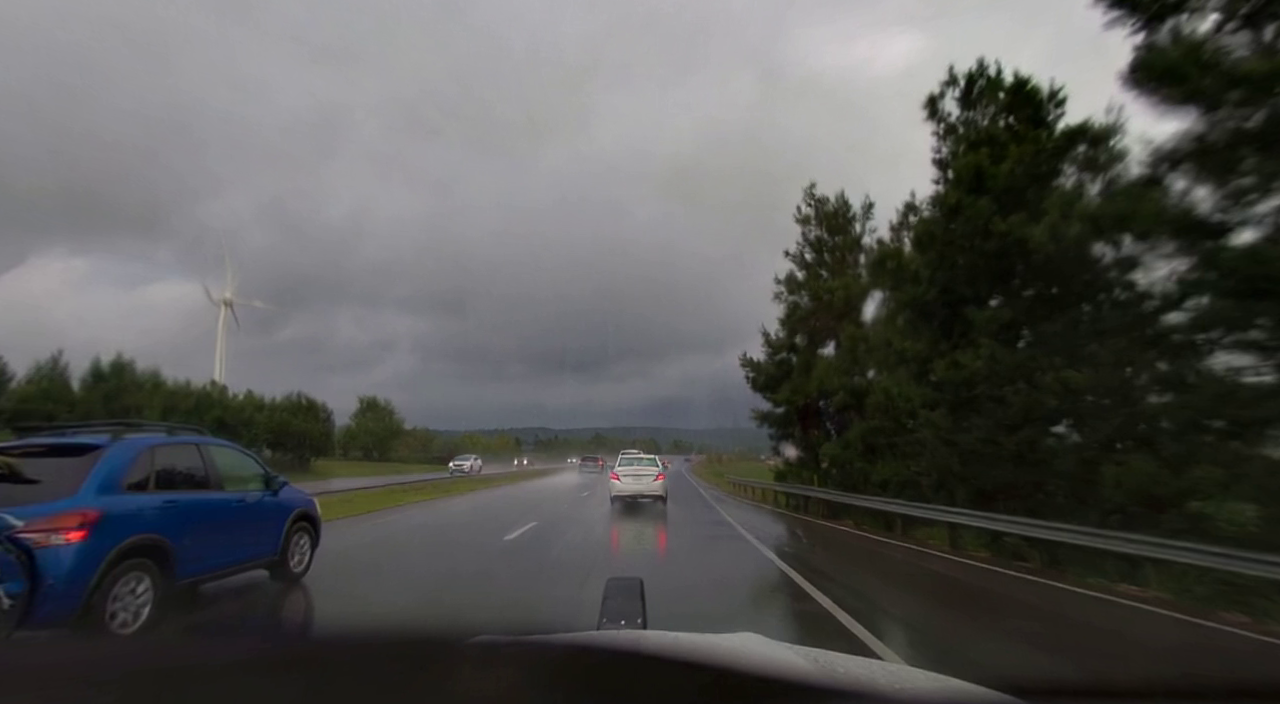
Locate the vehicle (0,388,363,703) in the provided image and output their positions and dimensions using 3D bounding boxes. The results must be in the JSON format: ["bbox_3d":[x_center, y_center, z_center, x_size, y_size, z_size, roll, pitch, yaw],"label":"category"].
[{"bbox_3d":[-4.163,1.337,5.118,1.962,1.681,4.033,0,-9,0],"label":"vehicle"}]

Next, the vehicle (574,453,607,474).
[{"bbox_3d":[-3.612,8.226,46.560,2.059,1.455,4.205,0,-9,0],"label":"vehicle"}]

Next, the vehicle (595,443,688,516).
[{"bbox_3d":[0.036,3.154,16.049,2.063,1.582,3.955,0,-9,0],"label":"vehicle"}]
